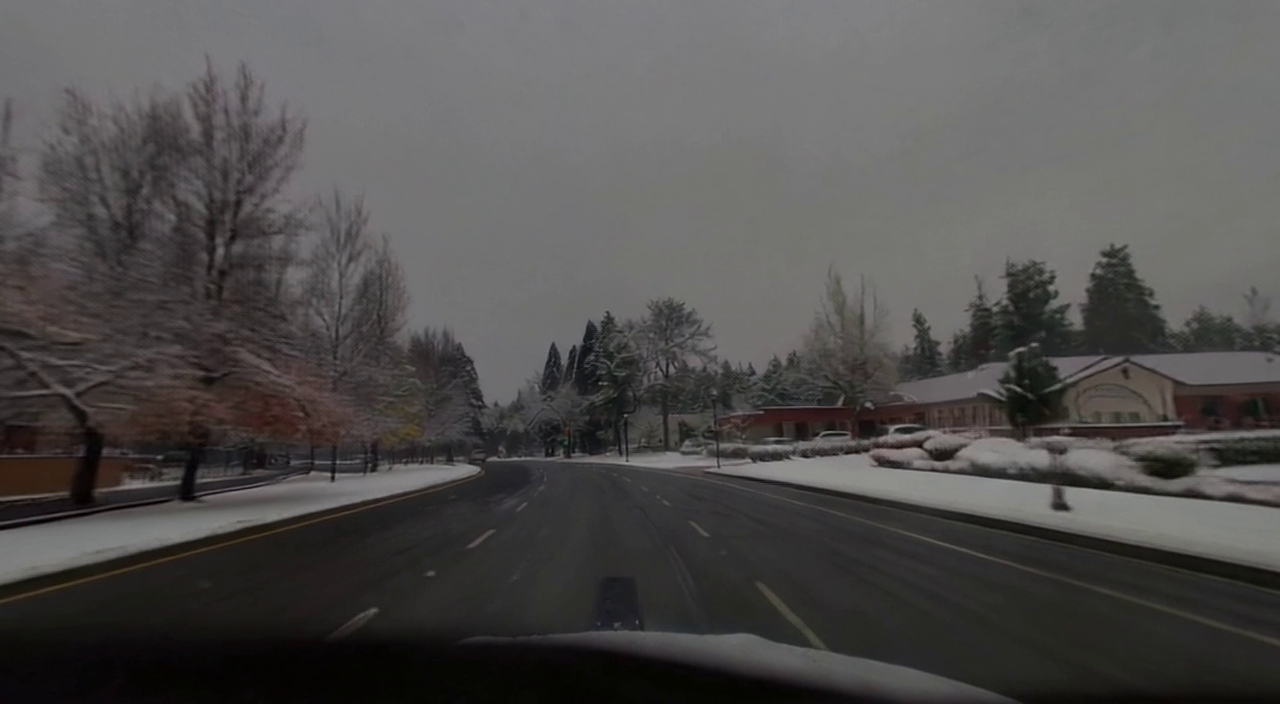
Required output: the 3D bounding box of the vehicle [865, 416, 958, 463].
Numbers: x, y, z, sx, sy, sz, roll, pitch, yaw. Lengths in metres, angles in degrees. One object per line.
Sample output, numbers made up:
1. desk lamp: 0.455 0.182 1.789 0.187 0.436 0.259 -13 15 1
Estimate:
1. vehicle: 12.143 3.911 28.056 2.110 1.863 4.977 -11 -13 41
